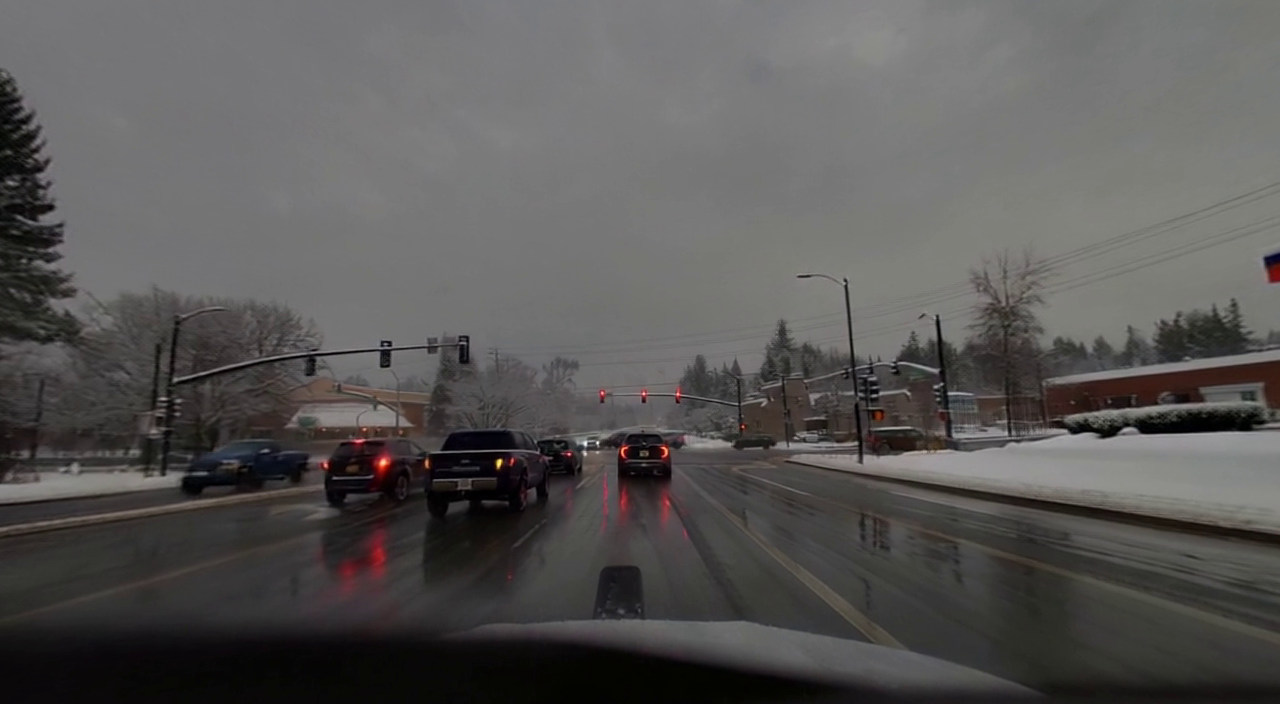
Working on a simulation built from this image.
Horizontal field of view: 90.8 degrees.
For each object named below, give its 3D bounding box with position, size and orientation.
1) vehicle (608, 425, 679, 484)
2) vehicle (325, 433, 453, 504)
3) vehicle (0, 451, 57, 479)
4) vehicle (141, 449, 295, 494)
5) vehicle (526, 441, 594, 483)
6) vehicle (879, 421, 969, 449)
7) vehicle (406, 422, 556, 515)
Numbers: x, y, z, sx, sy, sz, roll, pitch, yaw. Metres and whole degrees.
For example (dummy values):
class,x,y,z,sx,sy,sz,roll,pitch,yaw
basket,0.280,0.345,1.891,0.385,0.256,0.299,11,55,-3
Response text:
class,x,y,z,sx,sy,sz,roll,pitch,yaw
vehicle,0.129,3.614,22.403,2.224,1.819,5.005,0,-9,1
vehicle,-6.366,2.989,16.524,1.790,1.605,3.696,0,-9,0
vehicle,-45.468,8.055,44.956,5.808,1.893,2.225,-1,-9,3
vehicle,-17.280,4.886,26.405,2.299,1.616,5.765,-1,-9,2
vehicle,-2.881,4.069,23.667,1.881,1.424,4.098,-1,-9,2
vehicle,20.940,6.205,46.868,5.782,1.950,2.225,-3,-9,19
vehicle,-3.263,2.519,14.036,2.096,1.718,4.266,-1,-9,2
